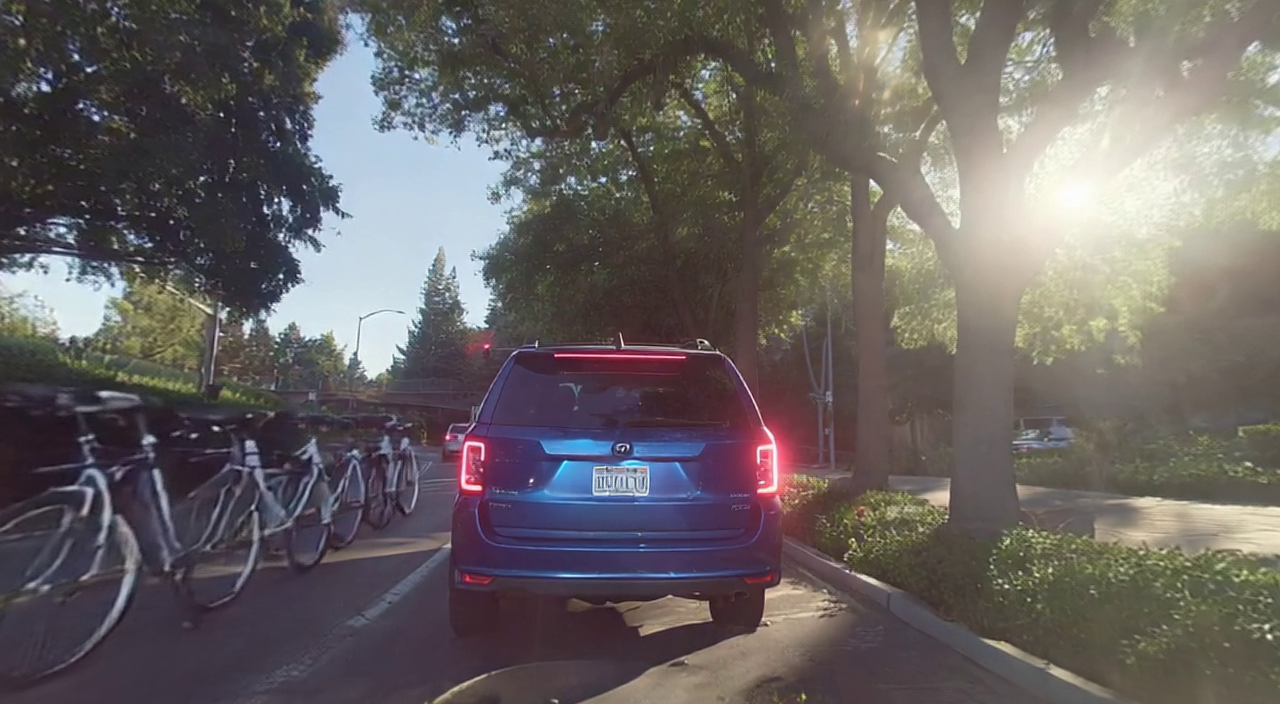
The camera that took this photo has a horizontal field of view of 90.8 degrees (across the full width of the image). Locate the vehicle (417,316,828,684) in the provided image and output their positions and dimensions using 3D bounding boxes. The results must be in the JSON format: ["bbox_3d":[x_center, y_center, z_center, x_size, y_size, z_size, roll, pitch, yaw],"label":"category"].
[{"bbox_3d":[-0.226,1.158,5.993,2.333,2.087,4.586,0,-8,-4],"label":"vehicle"}]

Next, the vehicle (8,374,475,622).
[{"bbox_3d":[-3.721,1.503,7.588,2.337,1.858,5.409,0,-8,-4],"label":"vehicle"}]
